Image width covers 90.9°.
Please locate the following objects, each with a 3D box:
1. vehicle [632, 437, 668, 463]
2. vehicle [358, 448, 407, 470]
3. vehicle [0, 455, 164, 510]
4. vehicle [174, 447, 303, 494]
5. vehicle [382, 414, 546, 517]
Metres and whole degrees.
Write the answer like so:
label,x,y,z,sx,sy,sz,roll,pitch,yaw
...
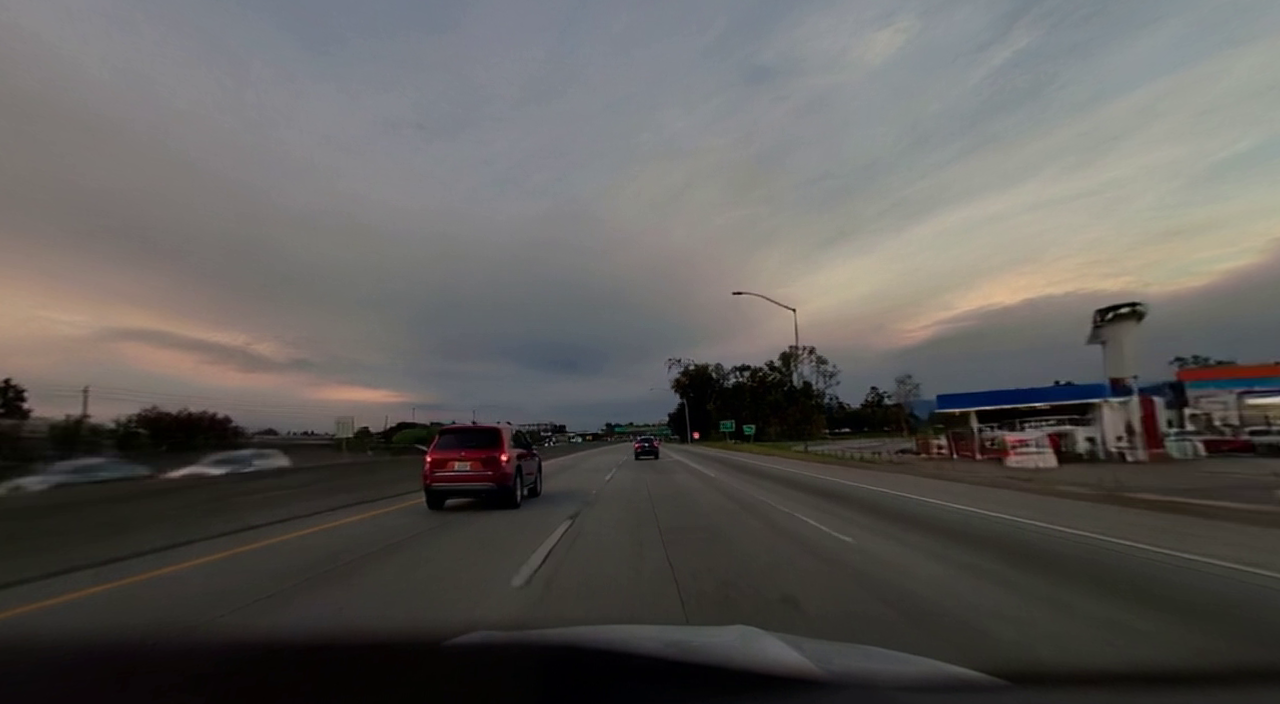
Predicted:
label,x,y,z,sx,sy,sz,roll,pitch,yaw
vehicle,0.553,6.291,40.702,2.151,1.550,4.694,0,-8,-1
vehicle,-19.466,8.100,47.757,2.015,1.482,4.116,0,-8,-1
vehicle,-19.491,4.508,22.218,1.803,1.546,4.649,0,-8,-1
vehicle,-15.711,4.616,24.977,2.296,1.613,4.295,0,-8,-1
vehicle,-3.343,2.231,13.013,2.061,1.732,4.457,0,-8,0
